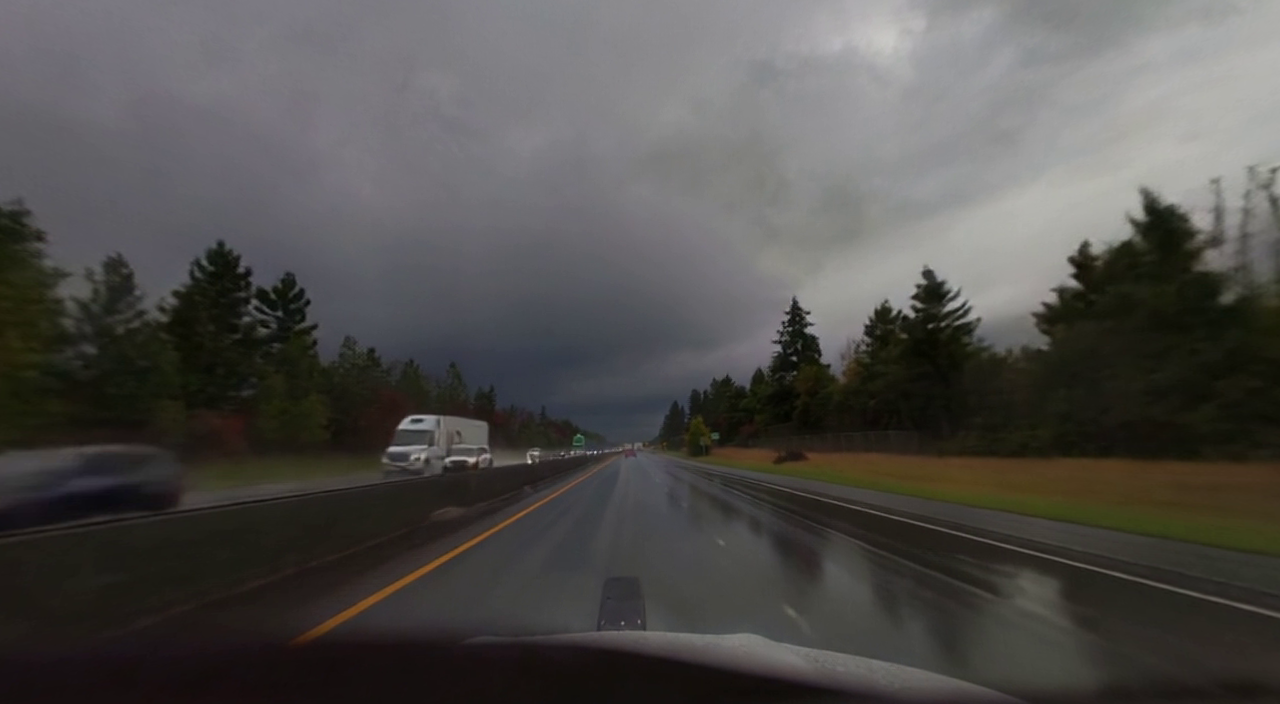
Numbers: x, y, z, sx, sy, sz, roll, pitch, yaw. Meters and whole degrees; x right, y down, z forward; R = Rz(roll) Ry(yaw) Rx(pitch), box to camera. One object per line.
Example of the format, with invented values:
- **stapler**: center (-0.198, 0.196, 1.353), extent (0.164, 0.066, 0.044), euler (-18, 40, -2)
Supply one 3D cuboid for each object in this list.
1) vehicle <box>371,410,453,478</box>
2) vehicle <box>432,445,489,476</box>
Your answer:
- **vehicle**: center (-14.574, 5.993, 40.881), extent (3.026, 4.024, 6.039), euler (0, -9, -1)
- **vehicle**: center (-10.111, 6.128, 35.776), extent (2.035, 1.665, 4.214), euler (0, -9, -1)
